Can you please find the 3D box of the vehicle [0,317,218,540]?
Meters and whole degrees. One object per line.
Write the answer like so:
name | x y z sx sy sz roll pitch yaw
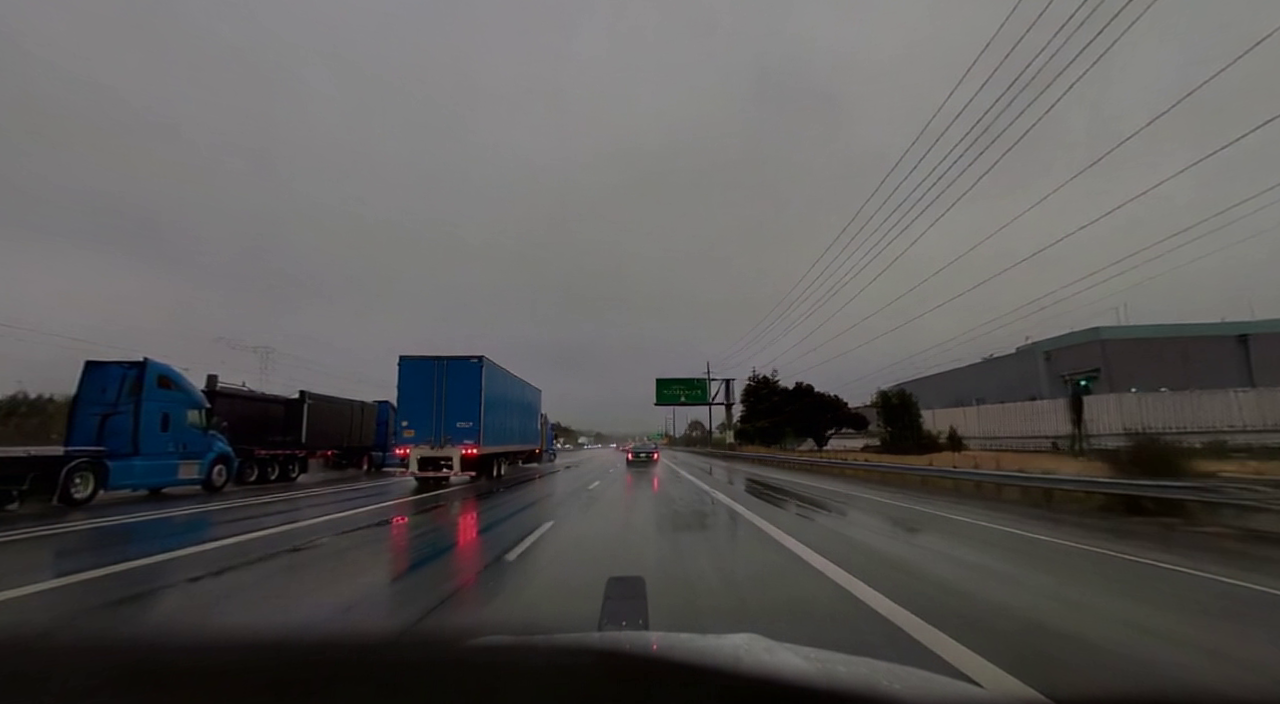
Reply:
vehicle | -10.598 1.252 10.083 2.722 3.172 7.167 0 -8 -1

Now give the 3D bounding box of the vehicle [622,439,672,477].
vehicle | 0.240 4.660 27.946 2.055 1.514 4.323 0 -8 -1

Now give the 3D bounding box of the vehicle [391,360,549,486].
vehicle | -6.593 3.399 28.132 2.907 4.081 15.311 0 -8 0

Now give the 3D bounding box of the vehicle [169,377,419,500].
vehicle | -10.575 2.912 21.042 2.896 3.140 9.491 0 -8 0
